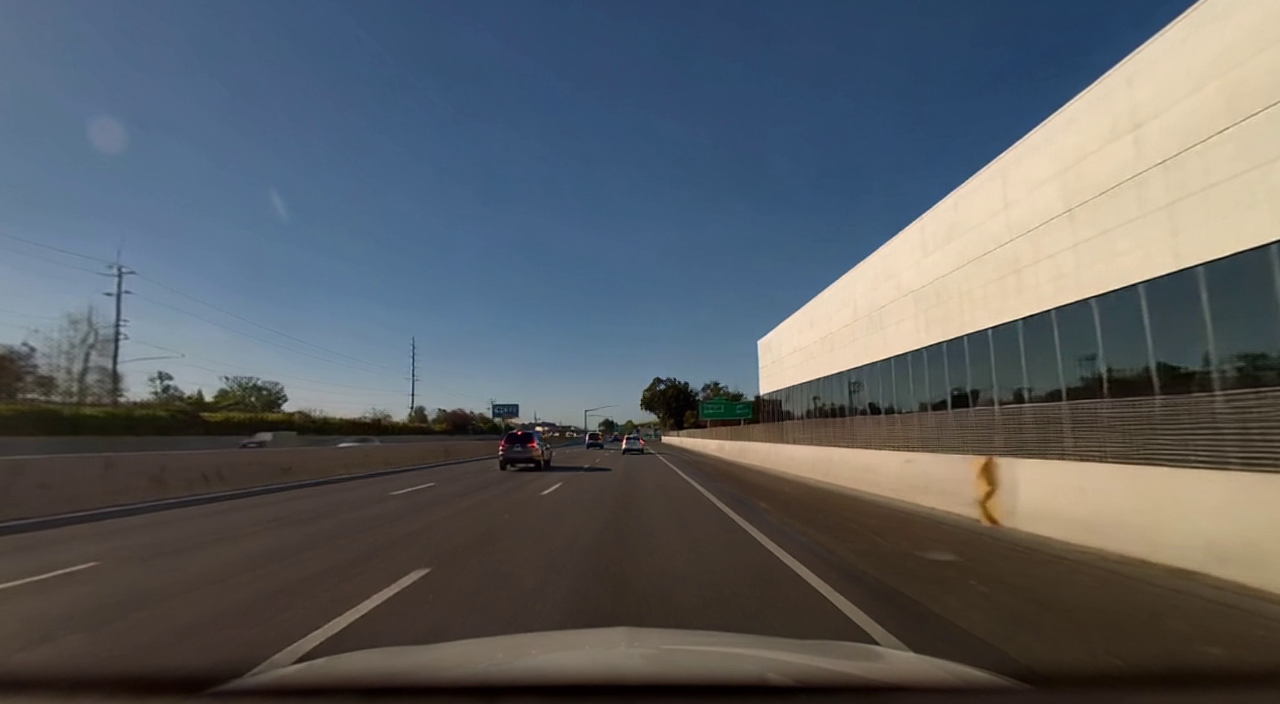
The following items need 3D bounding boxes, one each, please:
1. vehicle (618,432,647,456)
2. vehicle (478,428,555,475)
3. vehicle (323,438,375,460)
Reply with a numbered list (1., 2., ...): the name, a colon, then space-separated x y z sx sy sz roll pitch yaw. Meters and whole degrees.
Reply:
1. vehicle: -0.531 6.775 46.406 2.036 1.637 4.009 0 -8 -1
2. vehicle: -4.531 3.725 23.825 2.036 1.612 4.510 0 -8 0
3. vehicle: -20.692 6.899 44.880 1.796 1.463 3.972 0 -8 0
